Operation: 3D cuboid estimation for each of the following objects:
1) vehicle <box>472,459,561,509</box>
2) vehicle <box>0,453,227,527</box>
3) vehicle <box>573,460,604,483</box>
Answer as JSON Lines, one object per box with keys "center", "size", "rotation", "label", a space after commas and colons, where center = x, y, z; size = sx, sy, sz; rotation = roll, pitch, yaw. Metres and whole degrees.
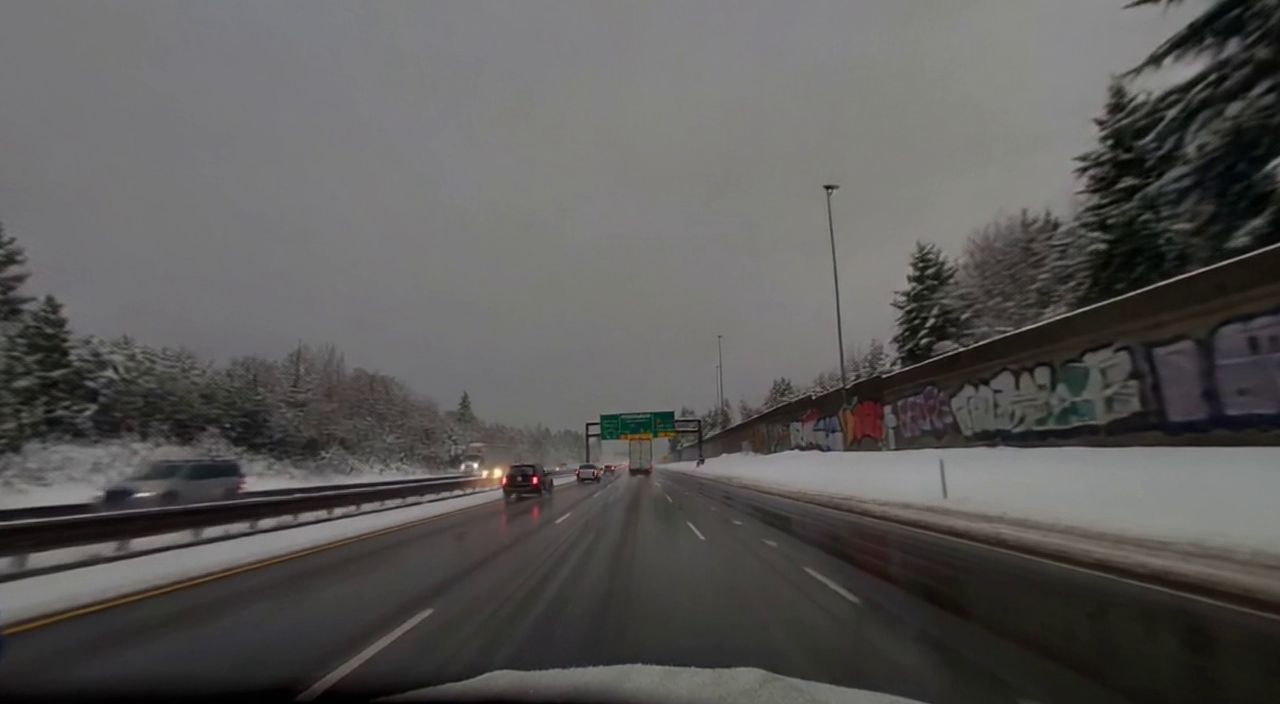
{"center": [-3.960, 4.355, 21.037], "size": [2.054, 1.443, 4.131], "rotation": [0, -10, 1], "label": "vehicle"}
{"center": [-12.449, 3.281, 15.360], "size": [1.874, 1.514, 4.246], "rotation": [1, -10, -1], "label": "vehicle"}
{"center": [-3.903, 9.141, 48.255], "size": [2.032, 1.625, 4.023], "rotation": [0, -10, 0], "label": "vehicle"}
